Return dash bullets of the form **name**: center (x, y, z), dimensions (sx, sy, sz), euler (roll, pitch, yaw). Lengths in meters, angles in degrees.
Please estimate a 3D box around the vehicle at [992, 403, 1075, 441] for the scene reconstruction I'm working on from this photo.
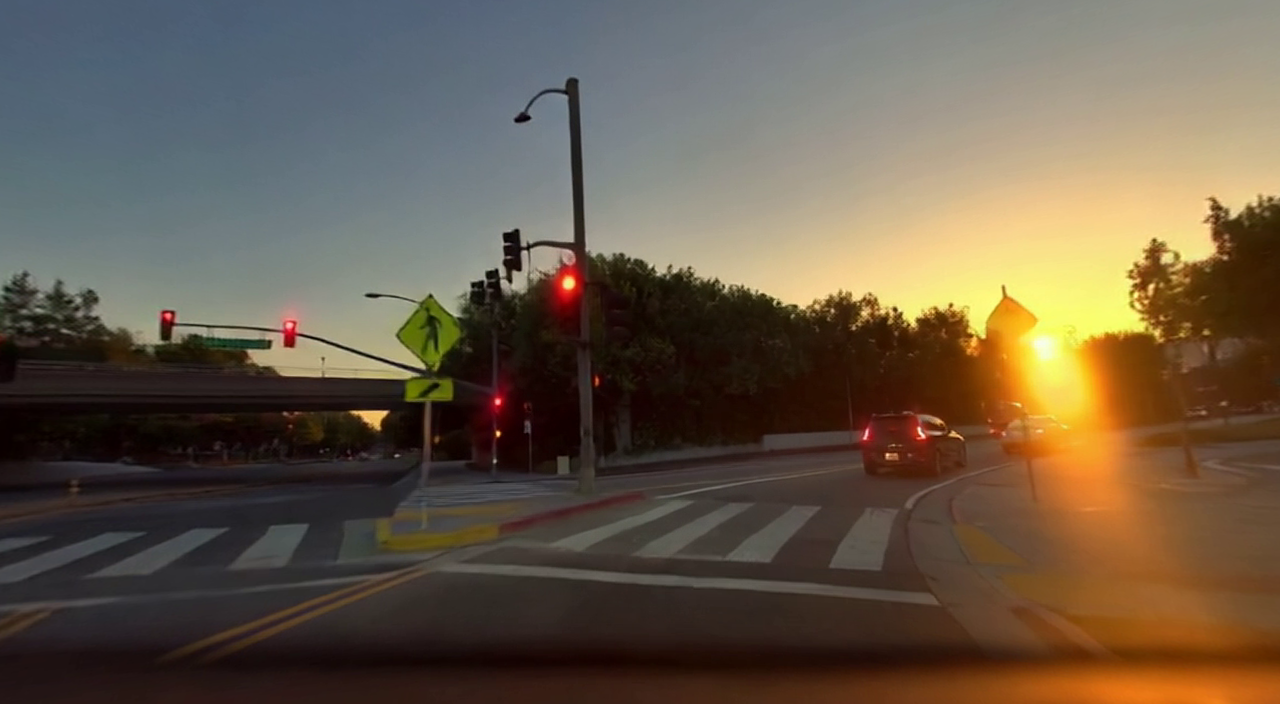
- **vehicle**: center (21.978, 3.972, 35.223), dimensions (5.144, 1.954, 2.122), euler (6, -10, -37)

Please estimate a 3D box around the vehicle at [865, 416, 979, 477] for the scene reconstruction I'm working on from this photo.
- **vehicle**: center (8.545, 2.820, 18.956), dimensions (1.908, 1.622, 4.166), euler (-7, -11, 40)
